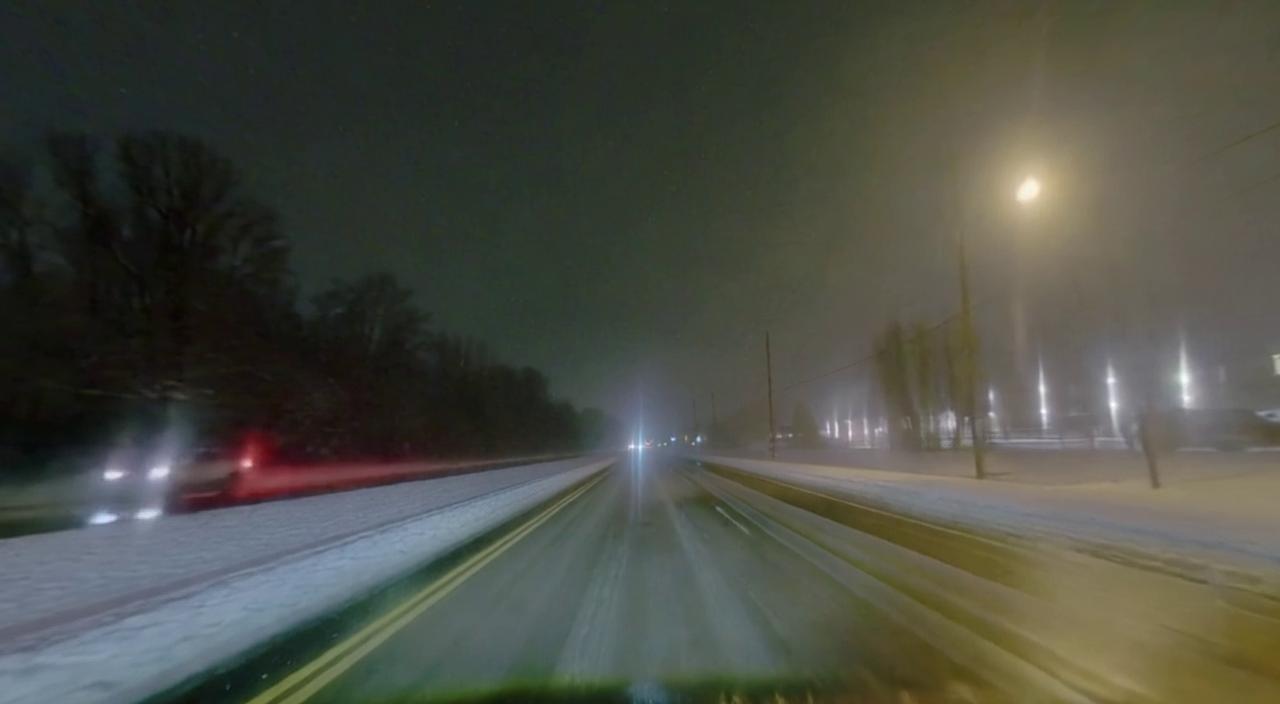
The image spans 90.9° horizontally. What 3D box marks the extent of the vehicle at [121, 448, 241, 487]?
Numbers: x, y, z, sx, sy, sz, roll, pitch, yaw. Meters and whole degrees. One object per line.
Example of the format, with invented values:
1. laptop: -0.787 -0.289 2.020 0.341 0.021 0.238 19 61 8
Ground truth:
1. vehicle: -21.246 5.340 29.479 1.991 1.618 4.648 -1 -8 1
